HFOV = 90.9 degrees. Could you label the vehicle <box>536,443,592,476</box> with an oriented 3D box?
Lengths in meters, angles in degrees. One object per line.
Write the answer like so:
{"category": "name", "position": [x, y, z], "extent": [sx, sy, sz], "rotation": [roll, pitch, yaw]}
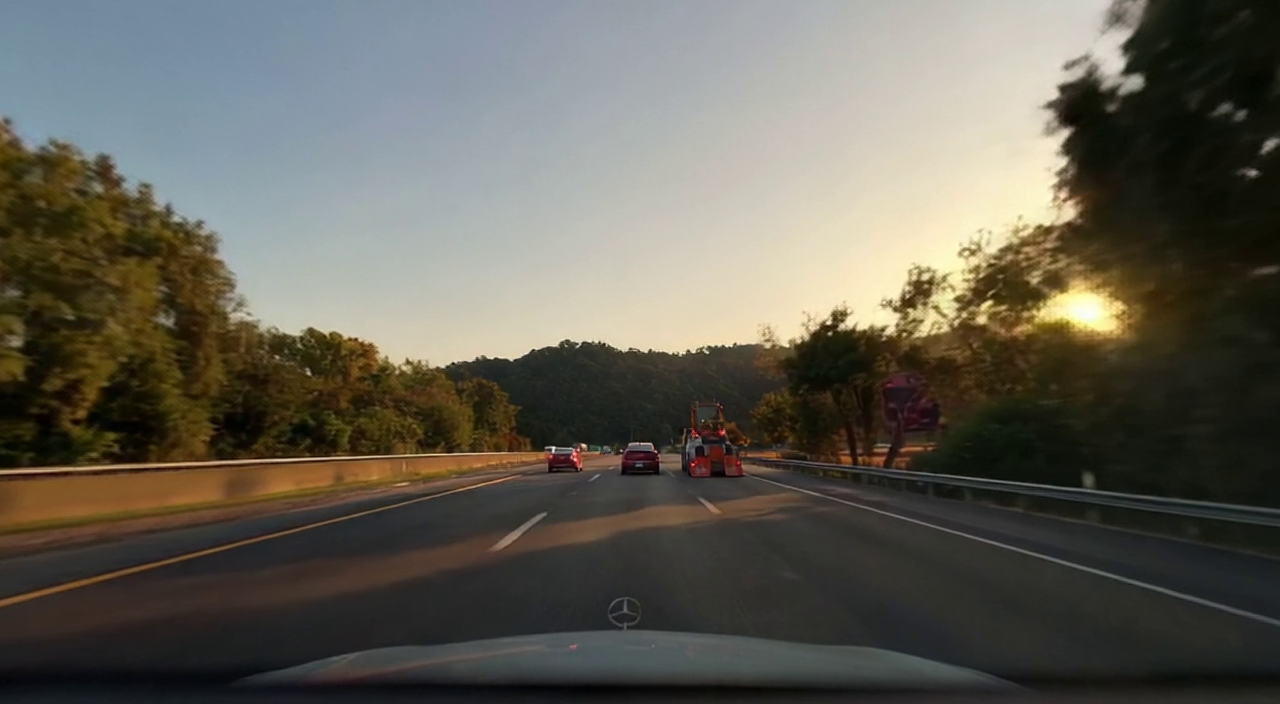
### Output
{"category": "vehicle", "position": [-3.613, 5.201, 30.780], "extent": [2.096, 1.469, 4.319], "rotation": [0, -8, 1]}

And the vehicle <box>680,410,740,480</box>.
{"category": "vehicle", "position": [4.143, 5.798, 39.515], "extent": [2.793, 3.828, 9.580], "rotation": [0, -8, 1]}

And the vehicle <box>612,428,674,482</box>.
{"category": "vehicle", "position": [0.118, 4.183, 25.868], "extent": [2.308, 1.993, 4.631], "rotation": [0, -8, 0]}
